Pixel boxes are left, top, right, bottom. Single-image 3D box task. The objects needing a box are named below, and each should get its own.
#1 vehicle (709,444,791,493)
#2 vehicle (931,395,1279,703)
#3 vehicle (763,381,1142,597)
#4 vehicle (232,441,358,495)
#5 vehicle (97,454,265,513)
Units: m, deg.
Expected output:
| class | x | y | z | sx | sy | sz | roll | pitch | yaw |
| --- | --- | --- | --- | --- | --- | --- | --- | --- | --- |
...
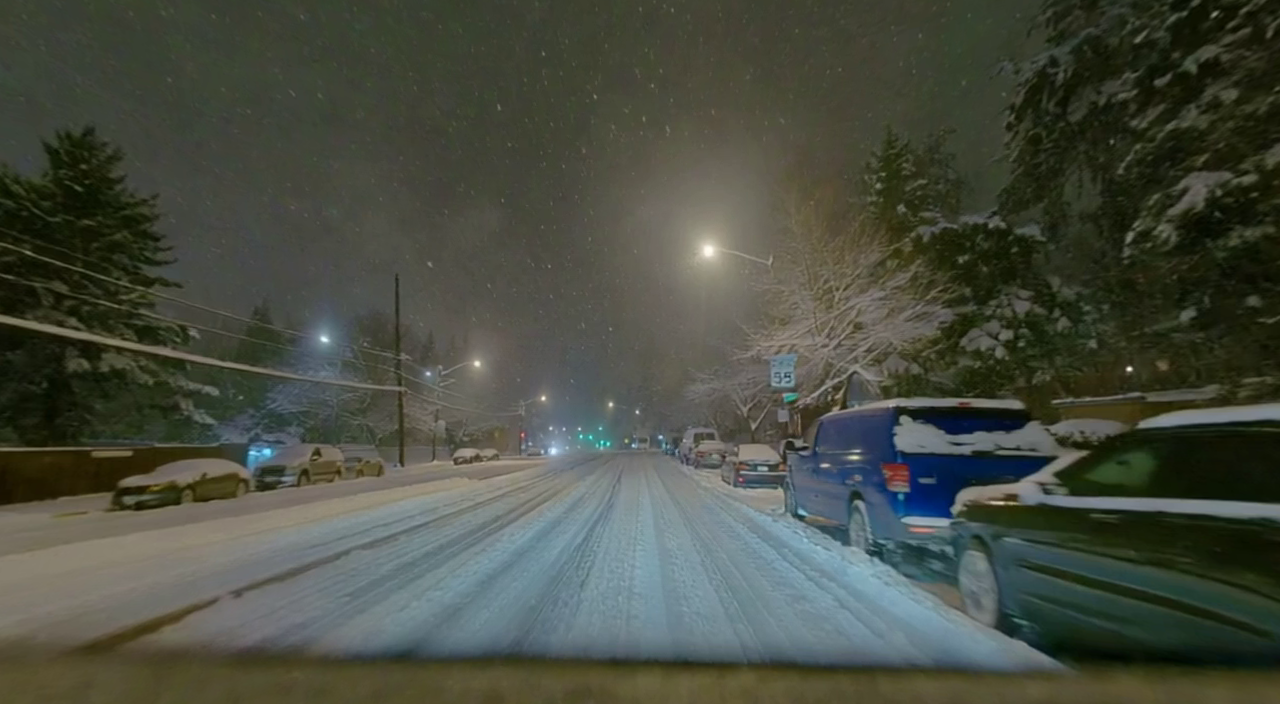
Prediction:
| class | x | y | z | sx | sy | sz | roll | pitch | yaw |
| --- | --- | --- | --- | --- | --- | --- | --- | --- | --- |
| vehicle | 3.482 | 3.758 | 20.676 | 1.827 | 1.422 | 4.340 | 0 | -8 | -1 |
| vehicle | 3.296 | 0.952 | 2.381 | 1.916 | 1.541 | 5.456 | 0 | -8 | 2 |
| vehicle | 3.421 | 1.668 | 8.626 | 2.278 | 1.976 | 5.589 | 0 | -8 | -1 |
| vehicle | -13.083 | 4.384 | 24.258 | 2.128 | 1.854 | 4.943 | 0 | -8 | -2 |
| vehicle | -13.287 | 3.791 | 18.583 | 1.774 | 1.435 | 4.309 | 0 | -8 | -1 |
